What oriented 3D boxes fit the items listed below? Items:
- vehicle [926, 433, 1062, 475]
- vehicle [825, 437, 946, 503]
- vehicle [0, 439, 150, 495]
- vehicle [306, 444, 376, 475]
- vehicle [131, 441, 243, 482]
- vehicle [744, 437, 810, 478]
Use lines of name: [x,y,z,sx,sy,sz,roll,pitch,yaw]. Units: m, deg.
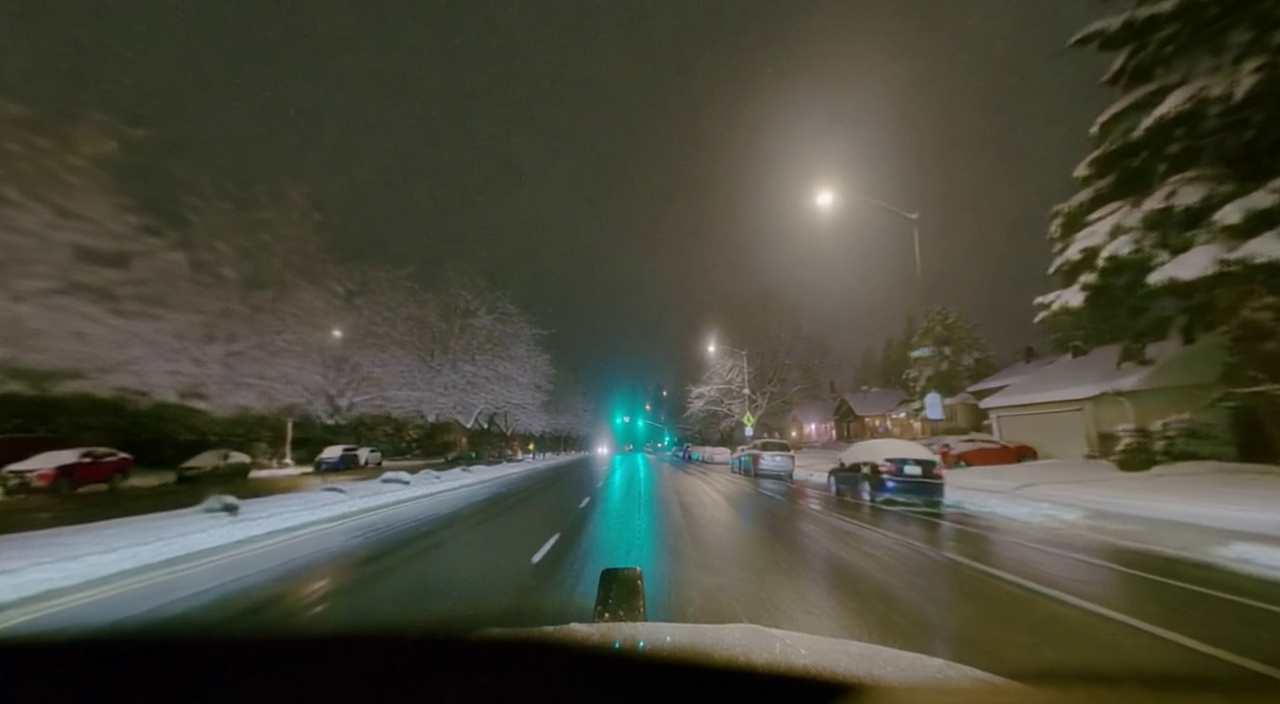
vehicle: [15.118,4.379,27.056,4.554,1.727,2.085,0,-9,3]
vehicle: [7.086,3.436,18.702,1.910,1.686,4.399,0,-9,2]
vehicle: [-21.367,4.251,23.612,1.990,1.844,4.902,0,-9,-2]
vehicle: [-20.873,7.467,44.085,2.196,1.854,5.677,-1,-7,-1]
vehicle: [-21.431,5.200,30.011,1.901,1.785,4.676,0,-9,-1]
vehicle: [6.754,5.268,31.544,2.032,1.844,4.964,0,-9,-2]
